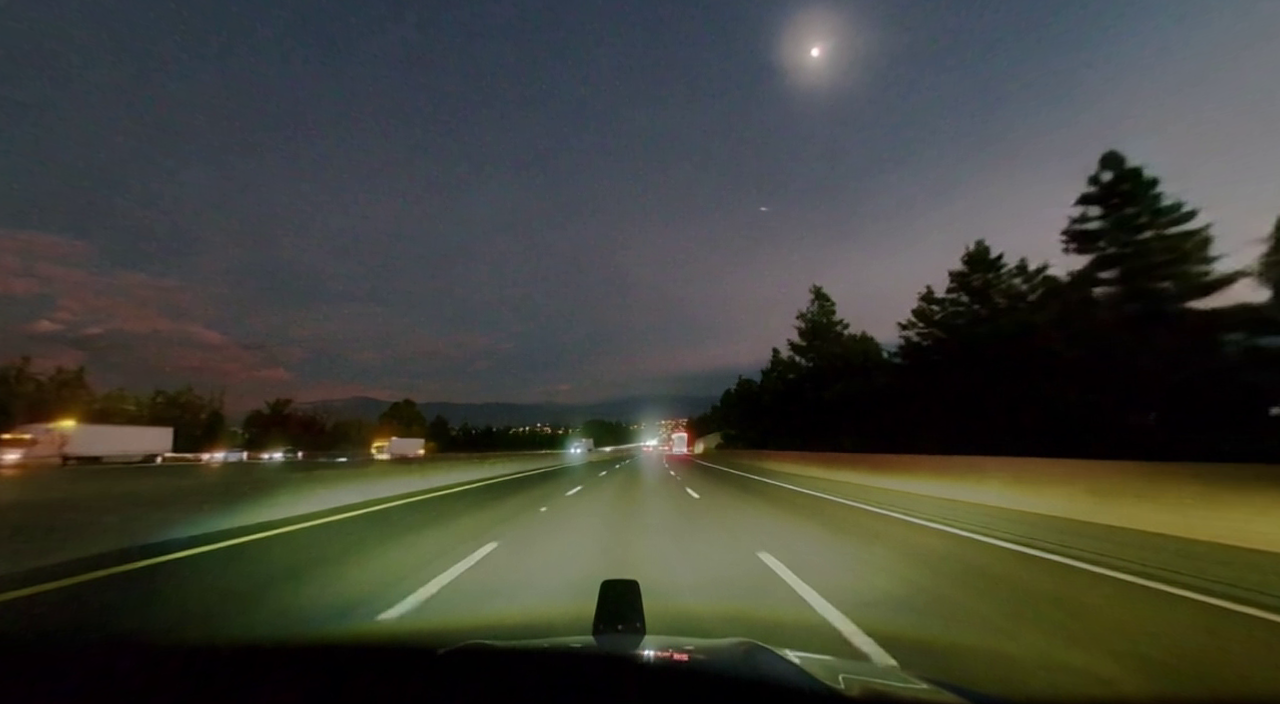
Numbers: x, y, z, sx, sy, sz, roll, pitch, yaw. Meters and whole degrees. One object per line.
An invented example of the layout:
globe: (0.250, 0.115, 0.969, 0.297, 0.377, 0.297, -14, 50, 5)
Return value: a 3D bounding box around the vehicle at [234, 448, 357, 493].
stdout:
vehicle: (-12.111, 4.167, 22.541, 1.948, 1.445, 4.306, 0, -9, 0)
